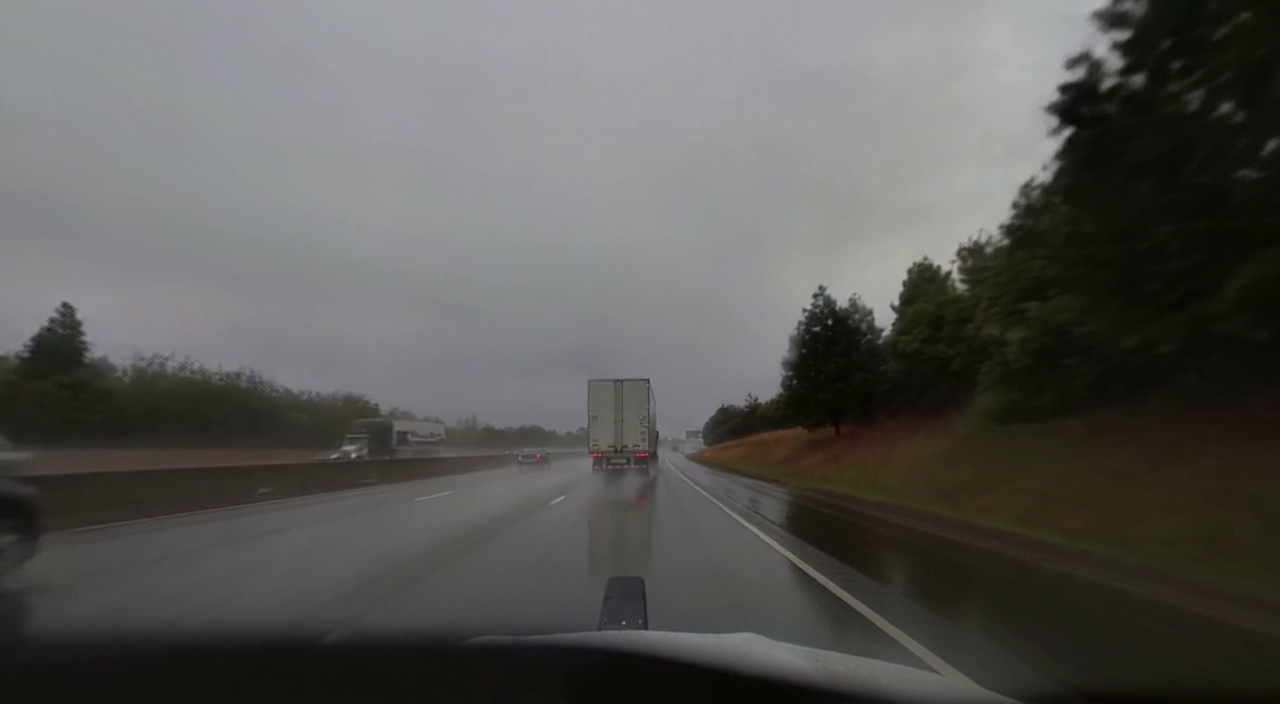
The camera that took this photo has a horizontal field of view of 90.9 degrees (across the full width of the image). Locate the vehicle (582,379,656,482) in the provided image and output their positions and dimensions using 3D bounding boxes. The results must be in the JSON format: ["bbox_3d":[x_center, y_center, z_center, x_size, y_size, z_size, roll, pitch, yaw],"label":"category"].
[{"bbox_3d":[-0.674,4.226,32.512,2.851,4.098,14.436,-1,-9,2],"label":"vehicle"}]

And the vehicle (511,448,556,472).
[{"bbox_3d":[-6.660,6.788,39.827,1.967,1.420,4.473,0,-9,1],"label":"vehicle"}]
